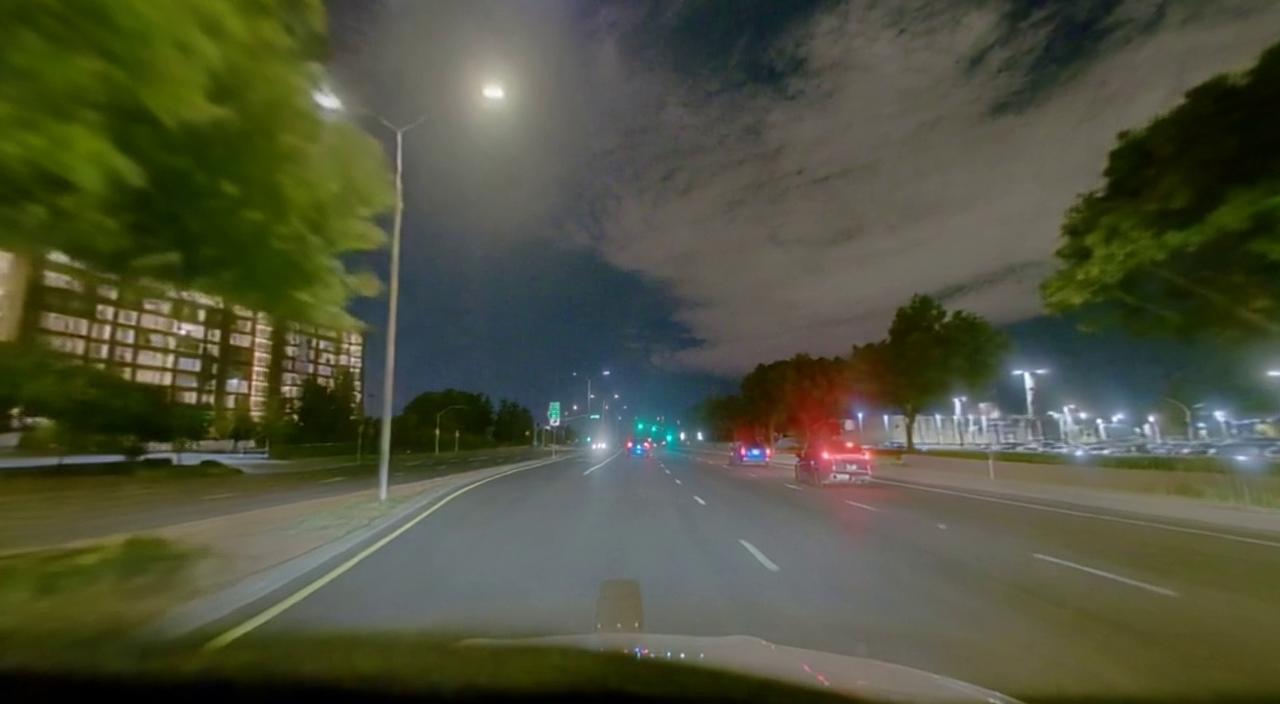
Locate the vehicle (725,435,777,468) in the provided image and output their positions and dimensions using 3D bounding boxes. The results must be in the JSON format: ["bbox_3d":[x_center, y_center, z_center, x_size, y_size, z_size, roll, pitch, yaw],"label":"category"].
[{"bbox_3d":[6.557,5.947,37.724,2.136,1.799,4.796,1,-8,-2],"label":"vehicle"}]

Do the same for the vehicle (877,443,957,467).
[{"bbox_3d":[19.070,7.102,43.479,4.644,1.552,1.980,0,-8,3],"label":"vehicle"}]

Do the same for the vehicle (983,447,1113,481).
[{"bbox_3d":[19.057,5.222,29.549,4.683,1.462,1.995,1,-8,1],"label":"vehicle"}]
